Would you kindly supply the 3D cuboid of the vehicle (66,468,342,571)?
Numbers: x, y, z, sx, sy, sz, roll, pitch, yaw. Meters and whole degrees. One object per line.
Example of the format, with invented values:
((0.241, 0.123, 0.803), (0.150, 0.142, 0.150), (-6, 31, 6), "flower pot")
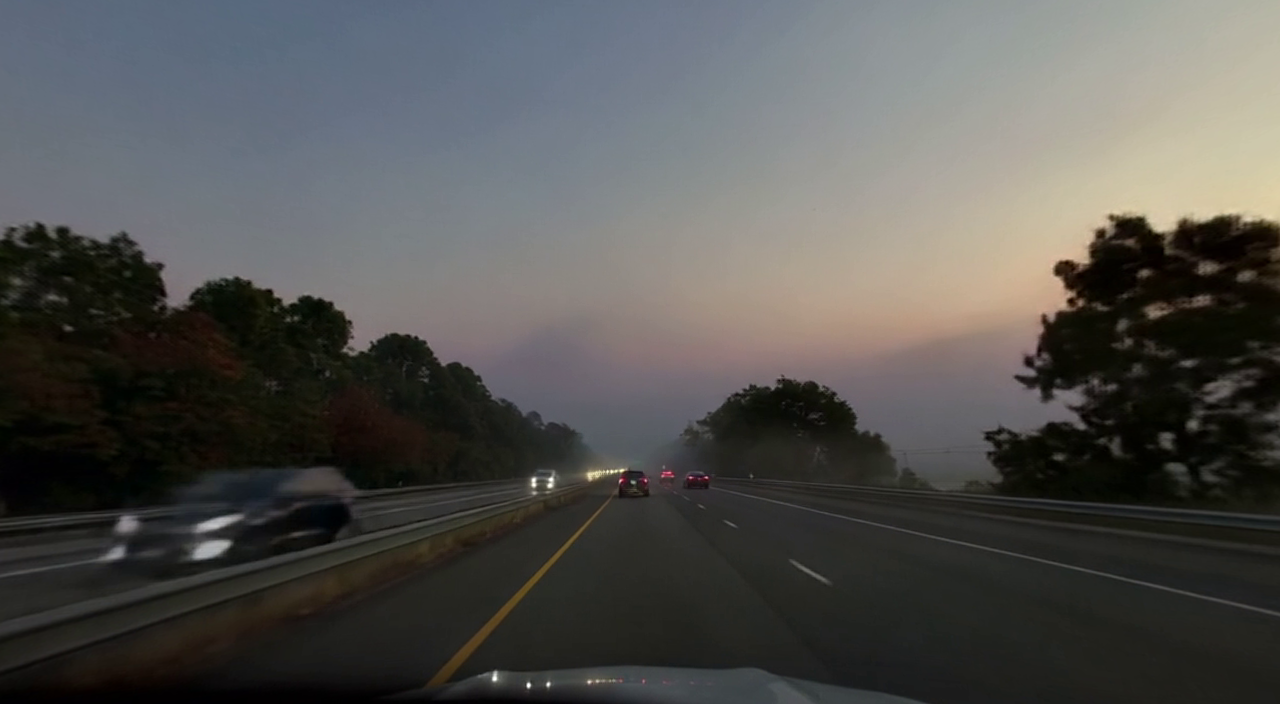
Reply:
((-7.580, 2.917, 11.667), (1.872, 1.487, 4.411), (1, -10, 1), "vehicle")

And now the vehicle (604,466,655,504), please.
((-0.419, 5.733, 27.396), (2.060, 1.473, 3.726), (1, -10, 0), "vehicle")
